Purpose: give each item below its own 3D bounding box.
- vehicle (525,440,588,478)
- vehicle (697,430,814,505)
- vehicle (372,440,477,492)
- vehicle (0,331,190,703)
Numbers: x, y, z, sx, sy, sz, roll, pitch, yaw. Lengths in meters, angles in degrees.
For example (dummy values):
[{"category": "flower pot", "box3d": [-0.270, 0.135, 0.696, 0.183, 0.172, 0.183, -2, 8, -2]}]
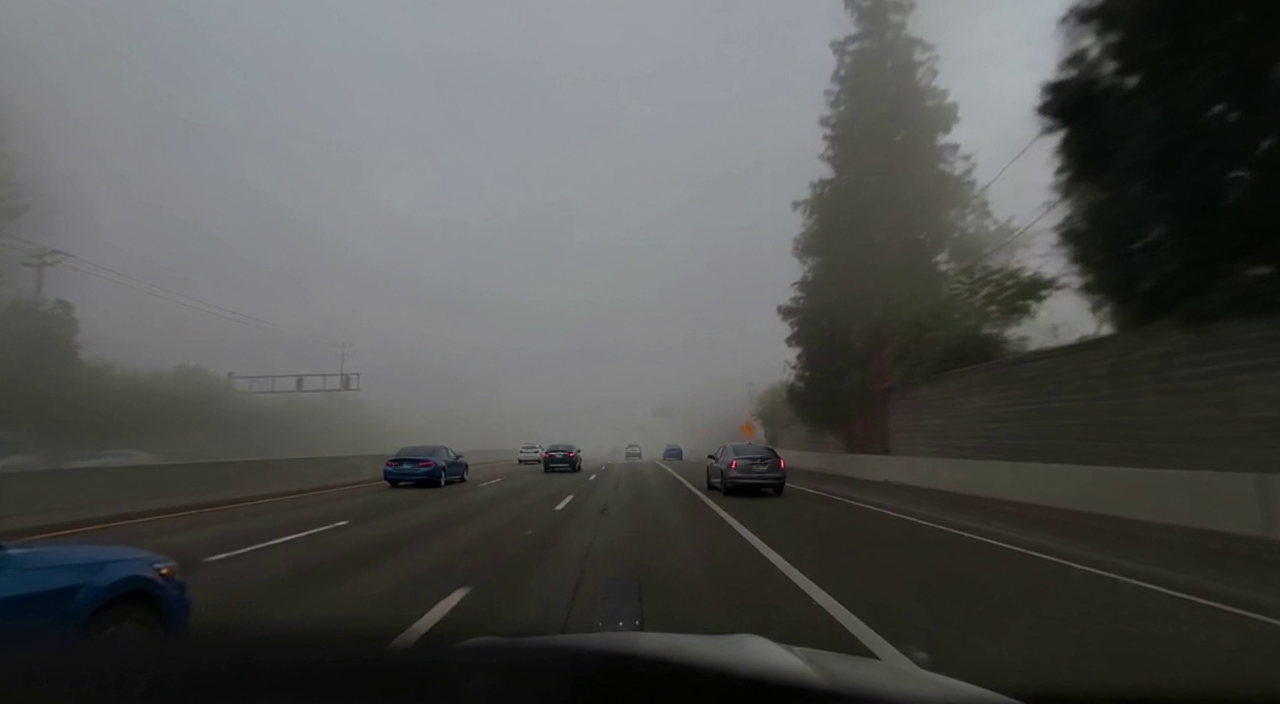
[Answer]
[{"category": "vehicle", "box3d": [-3.455, 4.541, 27.081, 2.066, 1.488, 4.377, 0, -8, 1]}, {"category": "vehicle", "box3d": [2.806, 2.925, 16.463, 2.100, 1.659, 4.387, 0, -8, -1]}, {"category": "vehicle", "box3d": [-6.713, 3.575, 20.209, 1.903, 1.482, 4.180, 0, -8, -1]}, {"category": "vehicle", "box3d": [-3.236, 0.595, 0.835, 2.104, 1.707, 4.338, 0, -8, -1]}]
